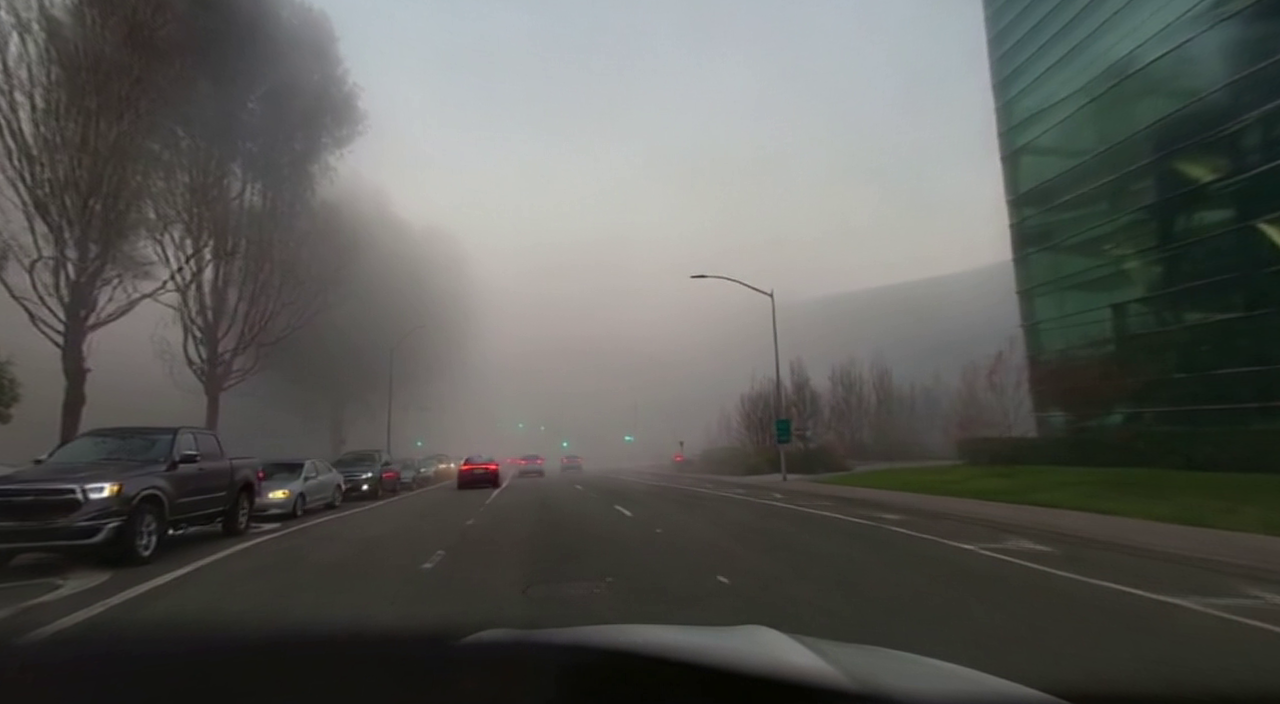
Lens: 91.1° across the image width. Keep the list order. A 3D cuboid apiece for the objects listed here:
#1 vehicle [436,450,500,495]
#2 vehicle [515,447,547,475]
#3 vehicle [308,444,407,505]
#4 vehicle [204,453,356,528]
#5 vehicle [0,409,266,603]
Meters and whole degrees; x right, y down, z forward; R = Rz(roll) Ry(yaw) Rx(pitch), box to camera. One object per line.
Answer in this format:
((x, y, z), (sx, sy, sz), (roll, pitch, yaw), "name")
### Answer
((-6.927, 4.742, 25.219), (2.205, 1.537, 4.895), (2, -9, -16), "vehicle")
((-7.917, 7.853, 45.429), (2.102, 1.815, 4.716), (1, -8, -10), "vehicle")
((-9.928, 4.262, 22.479), (2.142, 1.834, 4.588), (-2, -8, -10), "vehicle")
((-8.981, 3.413, 16.216), (1.868, 1.514, 4.870), (2, -8, -11), "vehicle")
((-7.433, 1.986, 9.113), (2.142, 2.061, 4.750), (2, -9, -15), "vehicle")
